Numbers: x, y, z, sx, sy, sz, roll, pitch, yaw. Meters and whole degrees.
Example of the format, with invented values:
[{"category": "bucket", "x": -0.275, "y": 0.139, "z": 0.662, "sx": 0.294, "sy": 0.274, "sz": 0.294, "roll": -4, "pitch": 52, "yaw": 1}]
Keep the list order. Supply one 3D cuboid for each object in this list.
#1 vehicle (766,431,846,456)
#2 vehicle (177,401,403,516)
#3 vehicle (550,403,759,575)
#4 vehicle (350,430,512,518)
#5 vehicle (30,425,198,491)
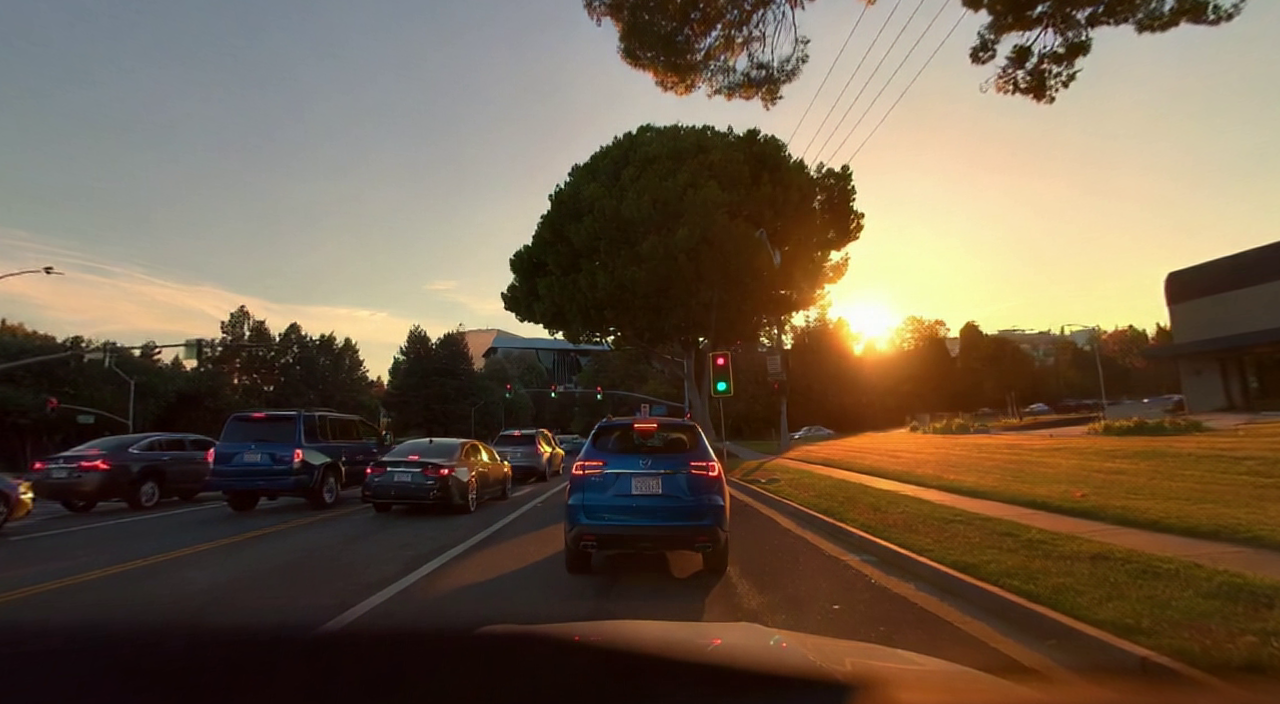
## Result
[{"category": "vehicle", "x": 10.081, "y": 5.609, "z": 38.655, "sx": 4.450, "sy": 1.439, "sz": 1.796, "roll": -1, "pitch": -9, "yaw": 3}, {"category": "vehicle", "x": -7.405, "y": 2.343, "z": 14.254, "sx": 2.195, "sy": 2.093, "sz": 5.185, "roll": 0, "pitch": -9, "yaw": -2}, {"category": "vehicle", "x": 0.105, "y": 1.675, "z": 8.462, "sx": 2.055, "sy": 1.681, "sz": 4.270, "roll": 0, "pitch": -9, "yaw": -1}, {"category": "vehicle", "x": -4.090, "y": 2.451, "z": 13.220, "sx": 1.942, "sy": 1.523, "sz": 4.212, "roll": 0, "pitch": -9, "yaw": 0}, {"category": "vehicle", "x": -17.676, "y": 3.576, "z": 21.601, "sx": 2.136, "sy": 1.976, "sz": 4.342, "roll": 0, "pitch": -9, "yaw": -4}]
